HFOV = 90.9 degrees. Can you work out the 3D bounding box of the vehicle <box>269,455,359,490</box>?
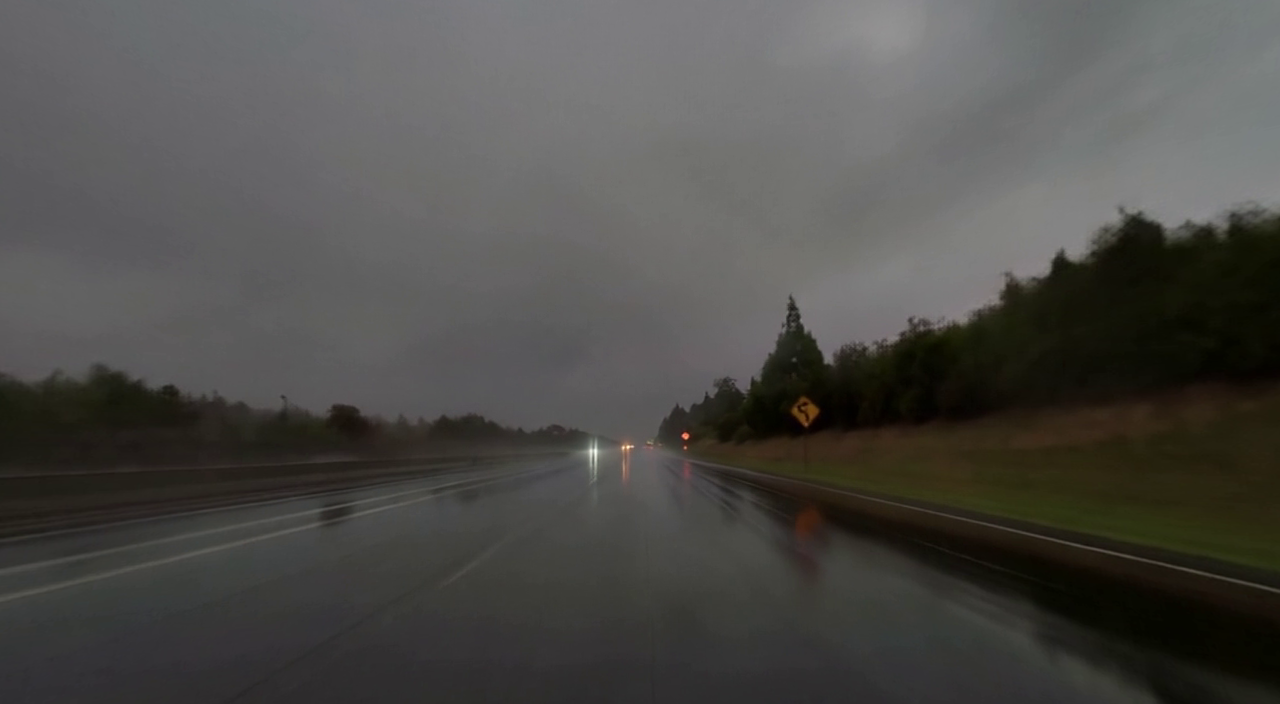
[{"bbox_3d":[-16.319,6.057,31.863,2.089,1.568,4.491,0,-9,1],"label":"vehicle"}]
